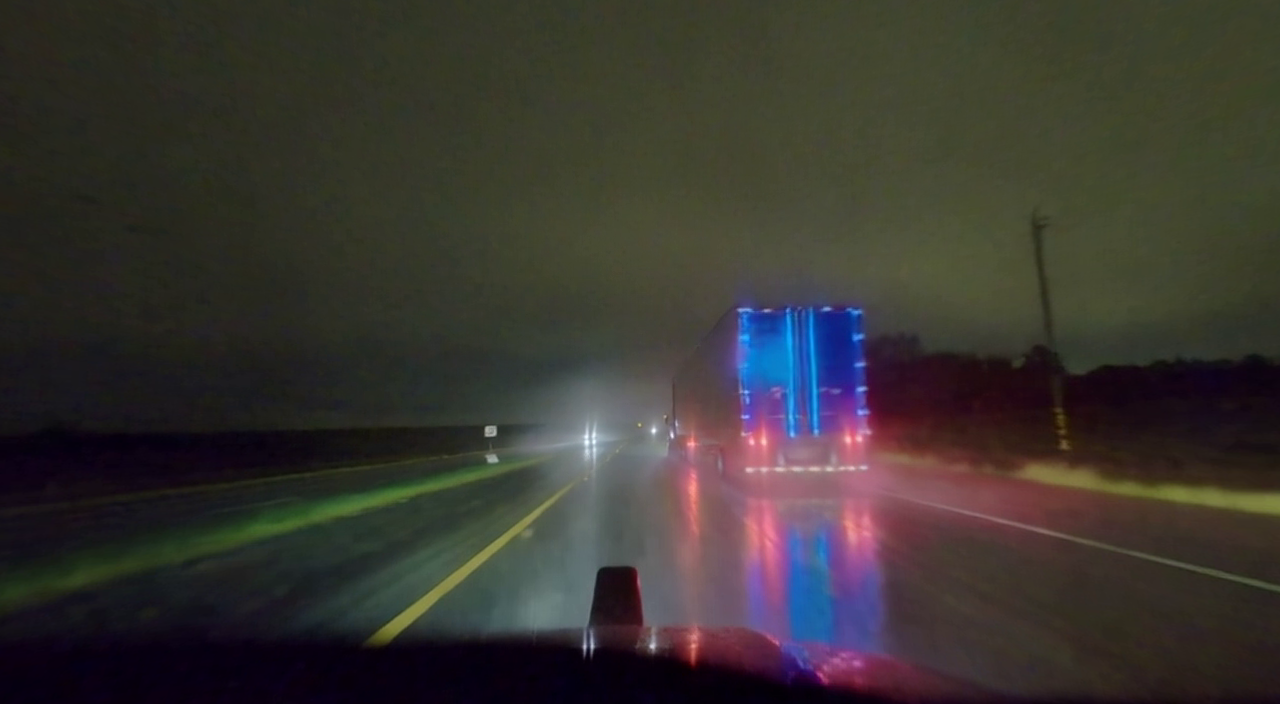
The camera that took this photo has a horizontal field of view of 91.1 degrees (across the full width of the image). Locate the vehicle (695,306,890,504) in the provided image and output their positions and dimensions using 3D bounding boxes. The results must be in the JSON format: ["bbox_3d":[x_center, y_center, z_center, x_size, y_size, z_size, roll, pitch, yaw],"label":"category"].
[{"bbox_3d":[3.333,1.560,16.570,2.949,3.877,8.528,0,-8,0],"label":"vehicle"}]
